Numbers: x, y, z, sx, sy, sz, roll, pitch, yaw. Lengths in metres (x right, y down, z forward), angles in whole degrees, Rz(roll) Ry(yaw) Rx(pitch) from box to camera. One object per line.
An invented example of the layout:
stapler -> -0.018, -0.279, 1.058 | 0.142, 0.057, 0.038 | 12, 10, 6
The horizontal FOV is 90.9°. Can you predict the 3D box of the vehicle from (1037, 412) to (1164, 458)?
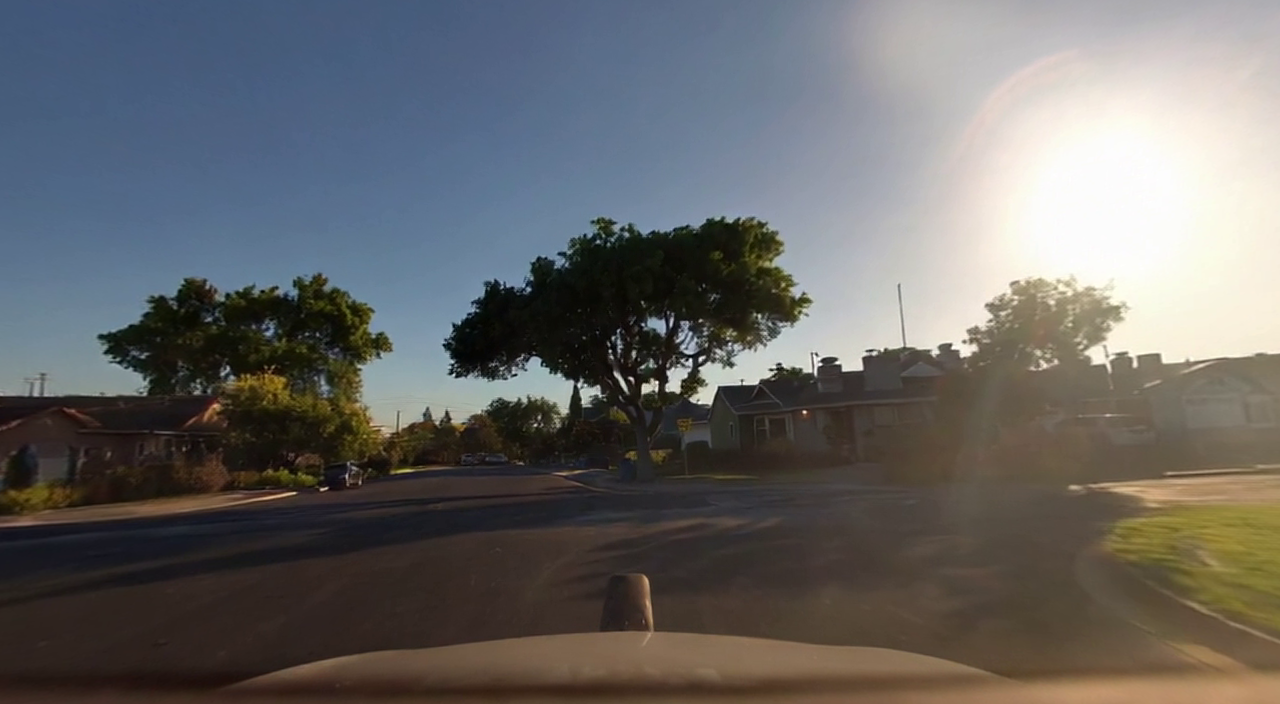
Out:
vehicle -> 20.053, 3.694, 27.809 | 1.992, 1.813, 5.079 | -1, -8, 3
